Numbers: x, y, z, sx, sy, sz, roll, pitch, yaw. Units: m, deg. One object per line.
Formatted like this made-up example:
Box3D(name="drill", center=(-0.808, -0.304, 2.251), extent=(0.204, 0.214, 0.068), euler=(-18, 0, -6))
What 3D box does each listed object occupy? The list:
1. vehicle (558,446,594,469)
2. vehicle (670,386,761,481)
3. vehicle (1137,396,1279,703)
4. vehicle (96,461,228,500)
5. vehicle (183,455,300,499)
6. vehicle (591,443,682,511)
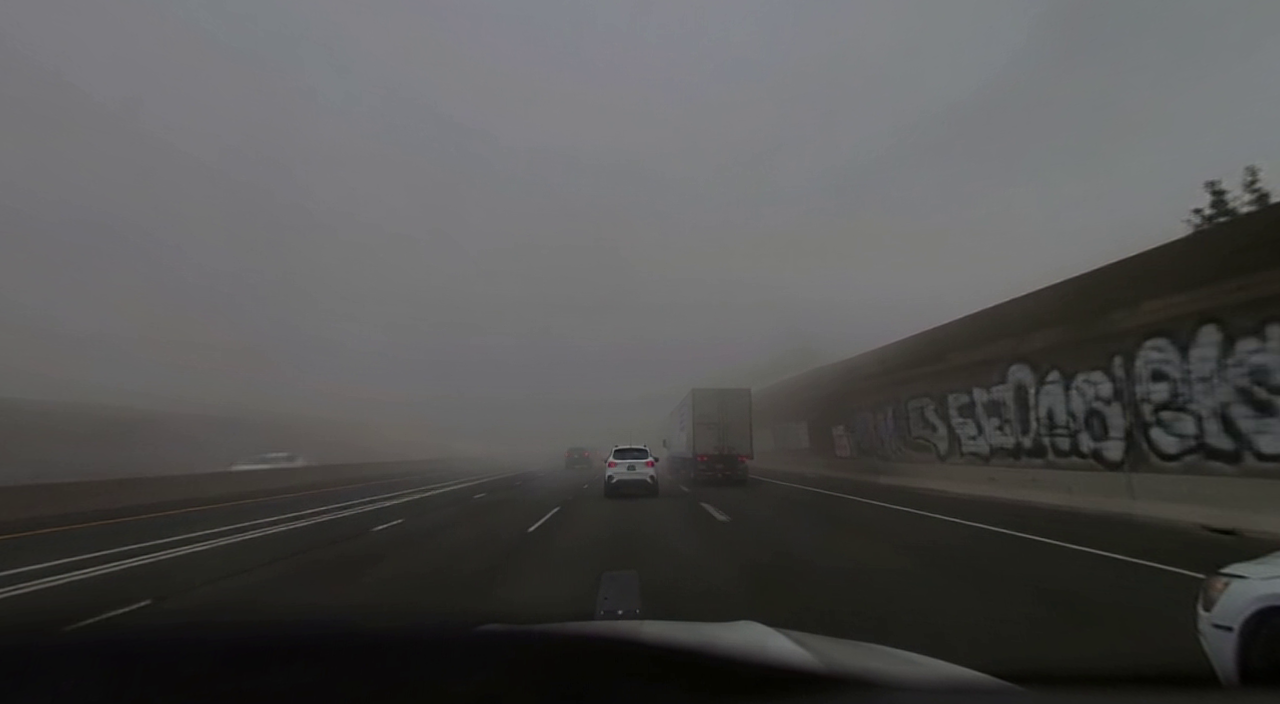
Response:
Box3D(name="vehicle", center=(-4.344, 7.240, 43.295), extent=(2.067, 1.481, 4.085), euler=(-1, -9, 0))
Box3D(name="vehicle", center=(3.554, 4.526, 34.003), extent=(2.902, 4.014, 14.446), euler=(0, -9, -1))
Box3D(name="vehicle", center=(3.400, 0.640, 0.552), extent=(1.996, 1.497, 4.754), euler=(0, -9, 0))
Box3D(name="vehicle", center=(-20.875, 5.603, 27.762), extent=(2.070, 1.453, 4.840), euler=(0, -9, -1))
Box3D(name="vehicle", center=(-14.951, 4.675, 23.905), extent=(1.908, 1.458, 4.057), euler=(0, -9, -3))
Box3D(name="vehicle", center=(-0.144, 3.096, 16.096), extent=(2.033, 1.468, 4.015), euler=(0, -9, -2))
